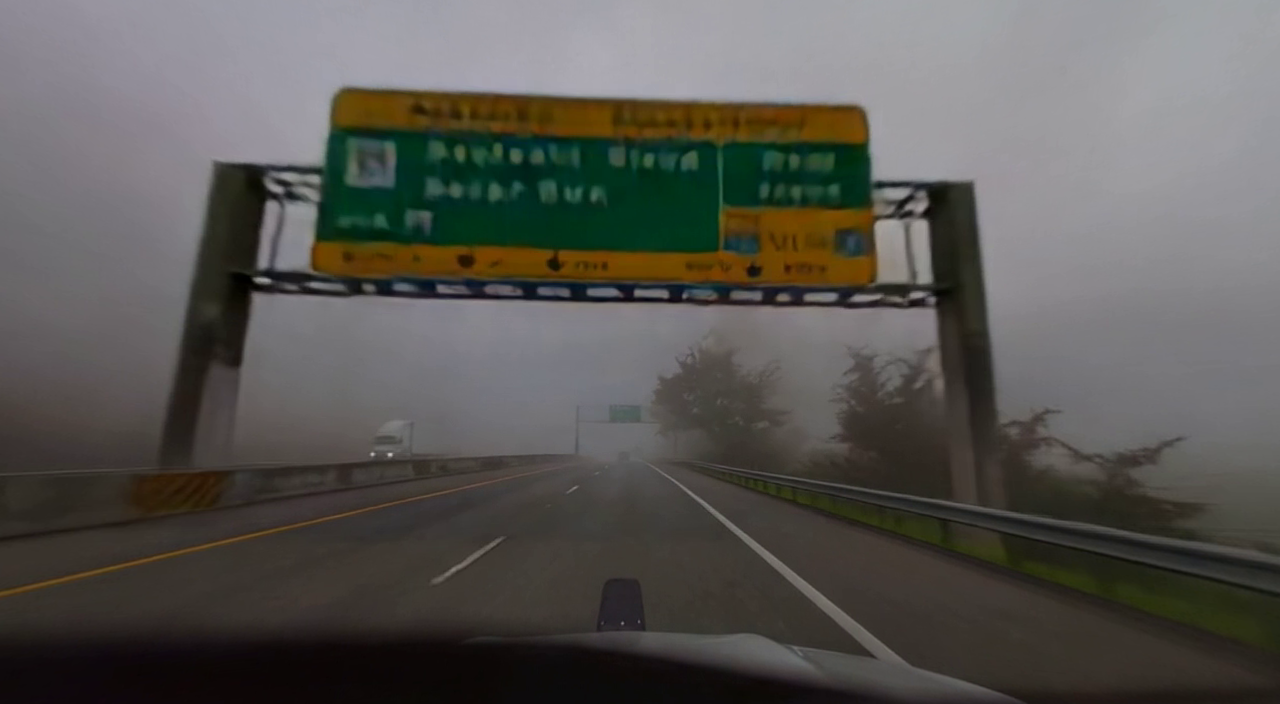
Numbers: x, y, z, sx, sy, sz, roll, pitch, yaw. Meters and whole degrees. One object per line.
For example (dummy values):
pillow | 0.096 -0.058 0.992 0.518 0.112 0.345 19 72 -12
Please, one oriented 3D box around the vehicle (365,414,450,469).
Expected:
vehicle | -17.008 6.692 46.792 3.181 3.724 8.274 0 -9 -1
